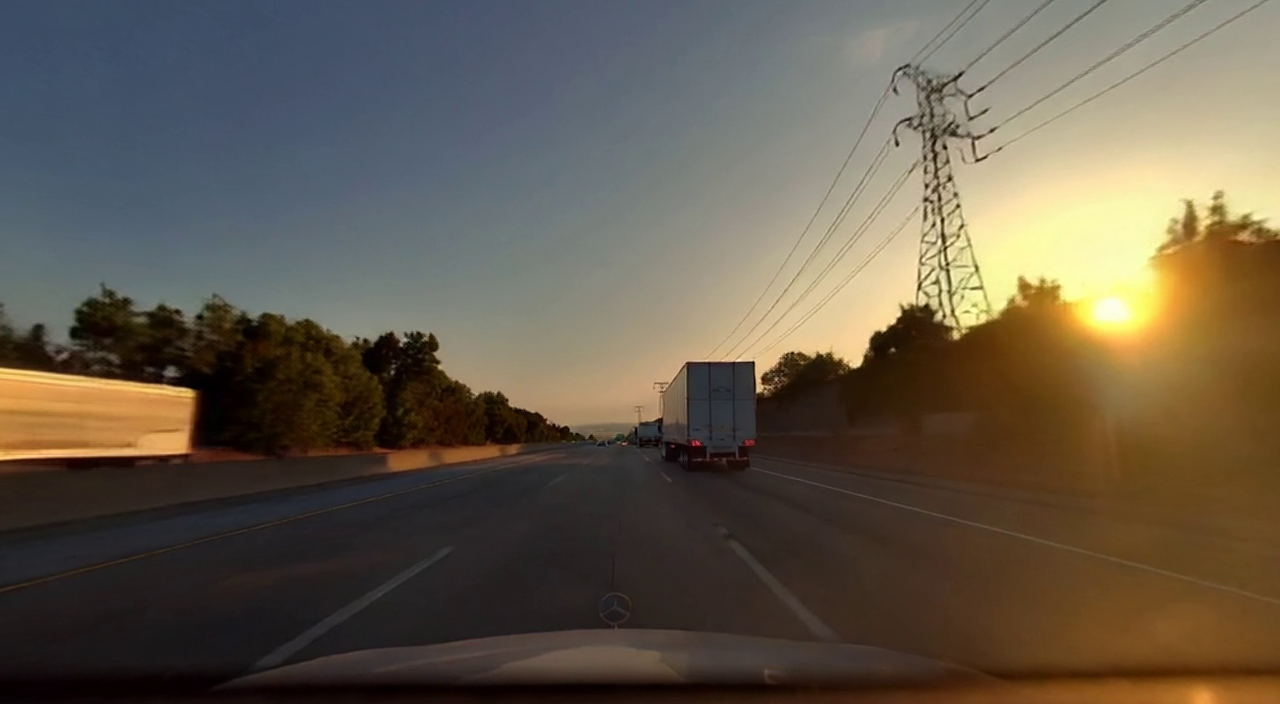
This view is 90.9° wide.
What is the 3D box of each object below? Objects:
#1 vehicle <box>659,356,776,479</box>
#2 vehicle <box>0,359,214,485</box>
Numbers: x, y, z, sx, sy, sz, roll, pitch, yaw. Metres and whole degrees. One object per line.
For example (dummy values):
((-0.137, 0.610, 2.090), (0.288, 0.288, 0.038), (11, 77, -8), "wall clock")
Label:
((2.784, 3.132, 28.161), (2.905, 4.080, 14.157), (0, -8, -2), "vehicle")
((-20.275, 2.282, 20.065), (3.034, 3.645, 15.090), (0, -8, 0), "vehicle")
